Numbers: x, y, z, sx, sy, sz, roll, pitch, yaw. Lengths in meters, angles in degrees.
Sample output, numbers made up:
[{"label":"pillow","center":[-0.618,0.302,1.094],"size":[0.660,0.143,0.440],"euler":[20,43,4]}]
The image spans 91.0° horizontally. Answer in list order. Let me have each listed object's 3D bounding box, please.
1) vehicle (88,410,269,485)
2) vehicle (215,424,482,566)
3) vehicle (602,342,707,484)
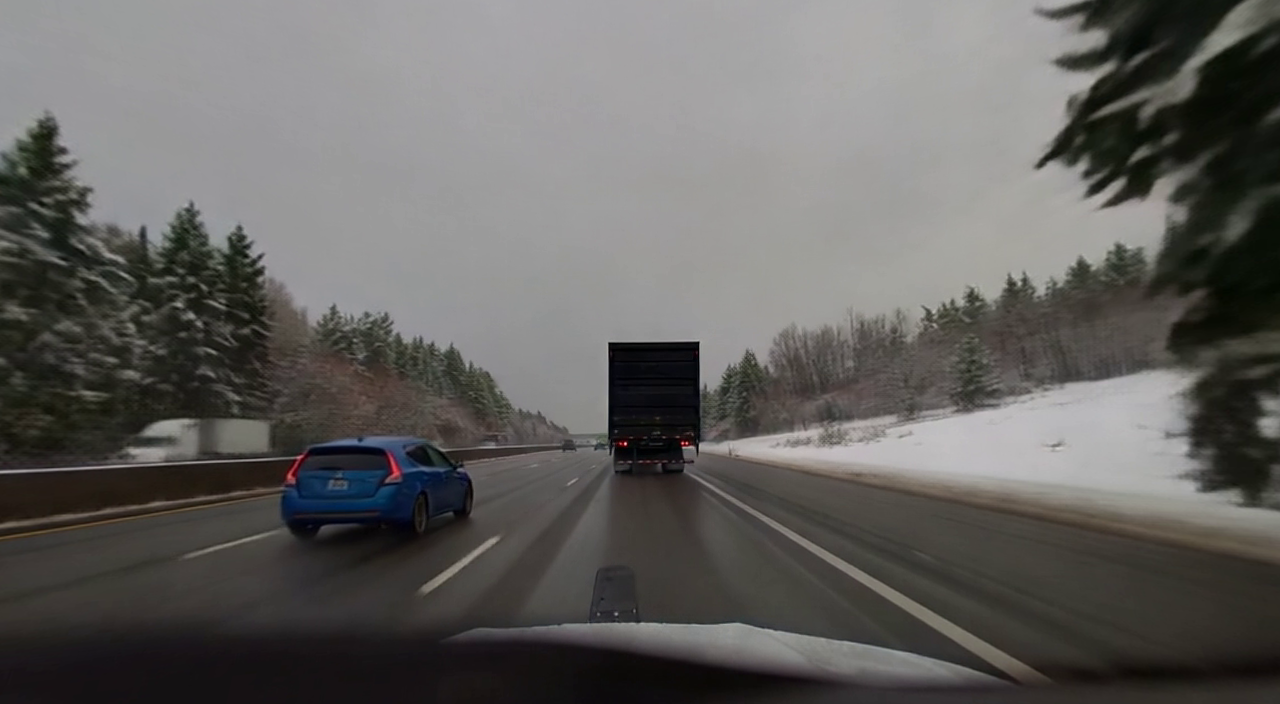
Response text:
[{"label":"vehicle","center":[-24.105,5.064,33.746],"size":[3.264,3.462,8.454],"euler":[0,-8,0]},{"label":"vehicle","center":[-3.746,1.881,9.104],"size":[1.854,1.530,4.268],"euler":[0,-8,-1]},{"label":"vehicle","center":[0.350,2.550,23.985],"size":[3.073,4.196,10.546],"euler":[0,-8,-1]}]
